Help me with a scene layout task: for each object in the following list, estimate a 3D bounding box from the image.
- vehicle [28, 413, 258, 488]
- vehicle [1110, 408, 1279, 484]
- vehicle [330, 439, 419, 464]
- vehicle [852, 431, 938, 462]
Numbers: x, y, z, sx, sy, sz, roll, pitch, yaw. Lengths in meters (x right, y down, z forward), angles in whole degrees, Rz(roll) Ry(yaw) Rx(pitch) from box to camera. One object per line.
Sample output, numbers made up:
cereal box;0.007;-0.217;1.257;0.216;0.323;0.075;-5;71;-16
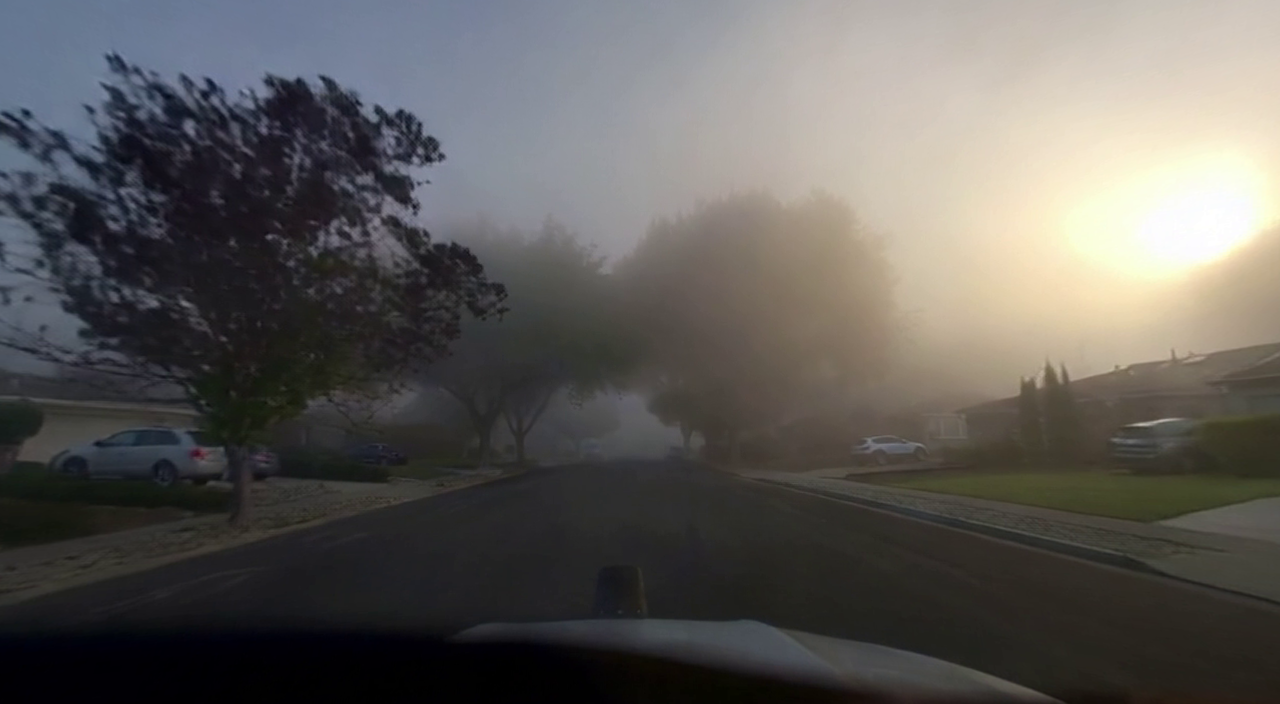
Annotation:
vehicle;-15.538;3.091;19.975;2.575;2.031;5.155;-7;-11;39
vehicle;16.021;2.762;18.504;2.288;1.880;4.939;-4;-9;23
vehicle;-15.724;5.913;37.443;4.351;1.474;2.015;0;-9;-2
vehicle;15.334;5.667;37.868;4.468;1.728;2.135;3;-8;-20
